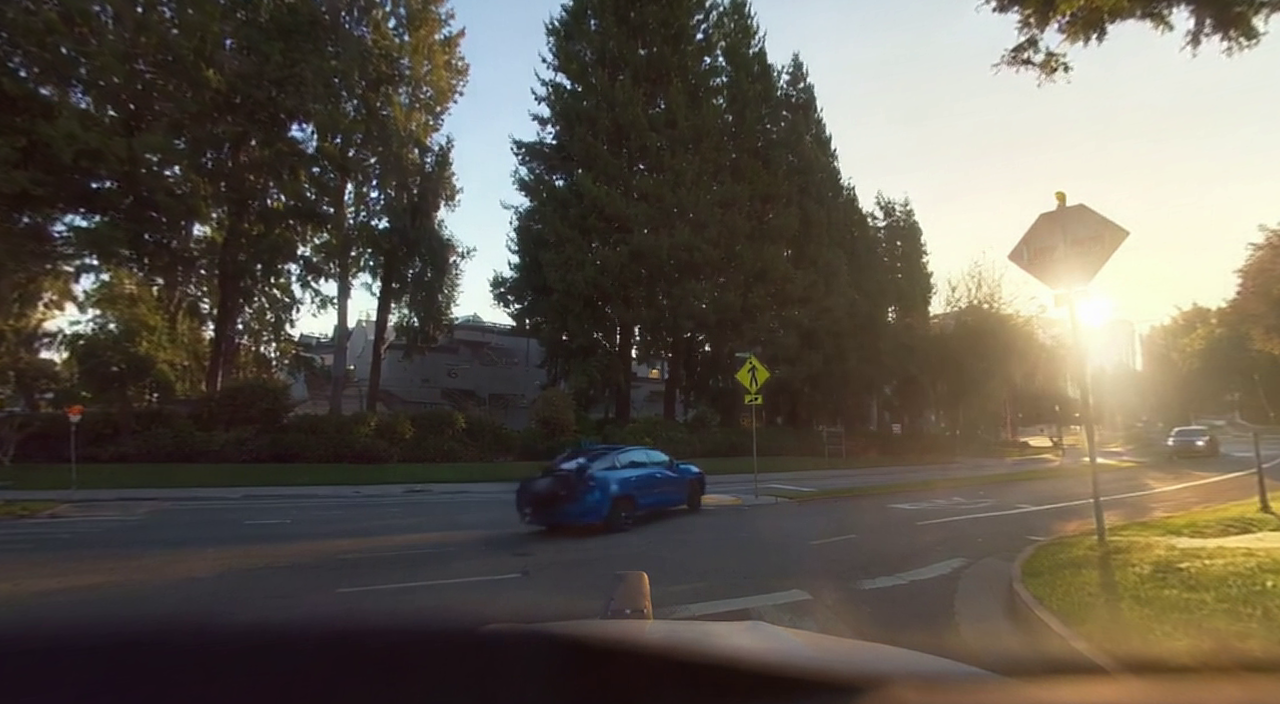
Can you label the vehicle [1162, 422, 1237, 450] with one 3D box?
[{"bbox_3d":[31.056,4.693,34.940,4.473,1.474,2.108,6,-10,-37],"label":"vehicle"}]
